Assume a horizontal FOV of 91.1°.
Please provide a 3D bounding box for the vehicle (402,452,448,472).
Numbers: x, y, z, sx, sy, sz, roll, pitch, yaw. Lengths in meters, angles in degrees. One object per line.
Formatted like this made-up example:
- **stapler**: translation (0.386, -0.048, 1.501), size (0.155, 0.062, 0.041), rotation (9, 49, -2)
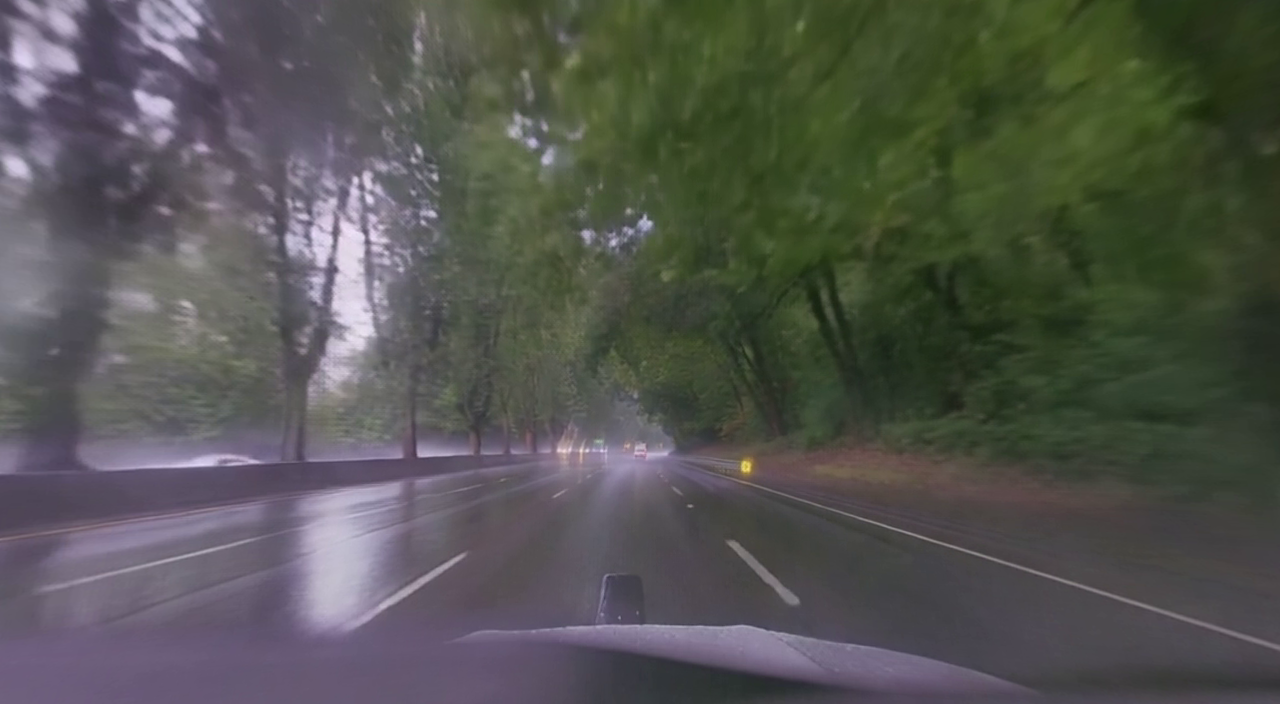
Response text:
- **vehicle**: translation (-16.684, 8.532, 48.977), size (1.997, 1.467, 4.524), rotation (-1, -9, 0)

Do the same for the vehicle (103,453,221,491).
- **vehicle**: translation (-20.042, 5.003, 26.589), size (1.860, 1.451, 4.015), rotation (0, -9, -1)
